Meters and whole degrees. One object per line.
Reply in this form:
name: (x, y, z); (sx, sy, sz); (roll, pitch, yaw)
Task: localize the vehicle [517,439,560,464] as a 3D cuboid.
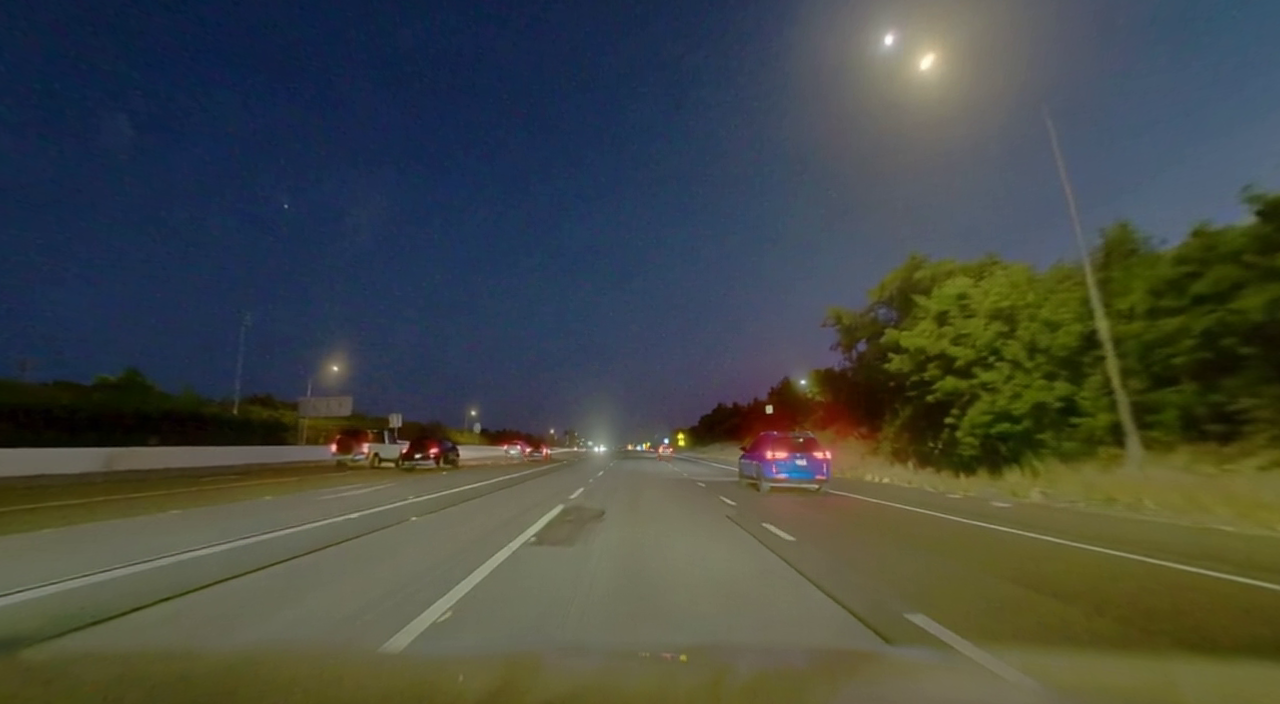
vehicle: (-7.581, 7.471, 47.522); (2.503, 1.775, 4.763); (0, -9, 0)

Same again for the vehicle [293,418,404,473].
vehicle: (-14.788, 4.835, 32.522); (2.647, 2.508, 6.337); (0, -9, 0)

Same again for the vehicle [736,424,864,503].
vehicle: (4.246, 3.054, 17.692); (2.184, 1.892, 4.763); (0, -9, -2)

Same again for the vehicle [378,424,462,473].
vehicle: (-10.921, 4.880, 31.792); (2.261, 2.230, 5.435); (0, -9, 0)
